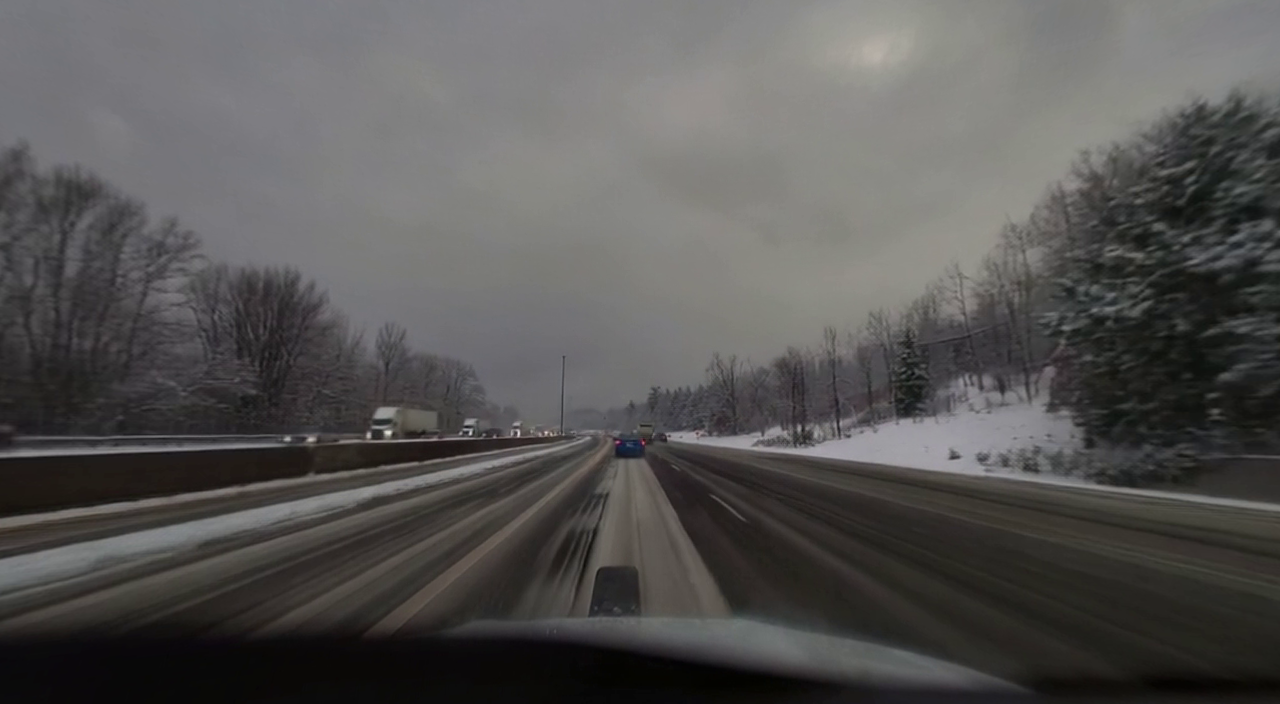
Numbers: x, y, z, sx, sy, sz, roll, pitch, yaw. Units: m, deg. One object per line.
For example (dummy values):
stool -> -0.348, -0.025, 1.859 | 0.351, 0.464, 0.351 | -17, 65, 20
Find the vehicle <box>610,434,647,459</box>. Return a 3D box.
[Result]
vehicle -> -0.755, 5.792, 38.800 | 2.121, 1.445, 4.187 | 0, -8, -2

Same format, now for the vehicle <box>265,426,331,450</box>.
vehicle -> -22.438, 5.687, 41.482 | 1.910, 1.486, 4.529 | 0, -8, -1
